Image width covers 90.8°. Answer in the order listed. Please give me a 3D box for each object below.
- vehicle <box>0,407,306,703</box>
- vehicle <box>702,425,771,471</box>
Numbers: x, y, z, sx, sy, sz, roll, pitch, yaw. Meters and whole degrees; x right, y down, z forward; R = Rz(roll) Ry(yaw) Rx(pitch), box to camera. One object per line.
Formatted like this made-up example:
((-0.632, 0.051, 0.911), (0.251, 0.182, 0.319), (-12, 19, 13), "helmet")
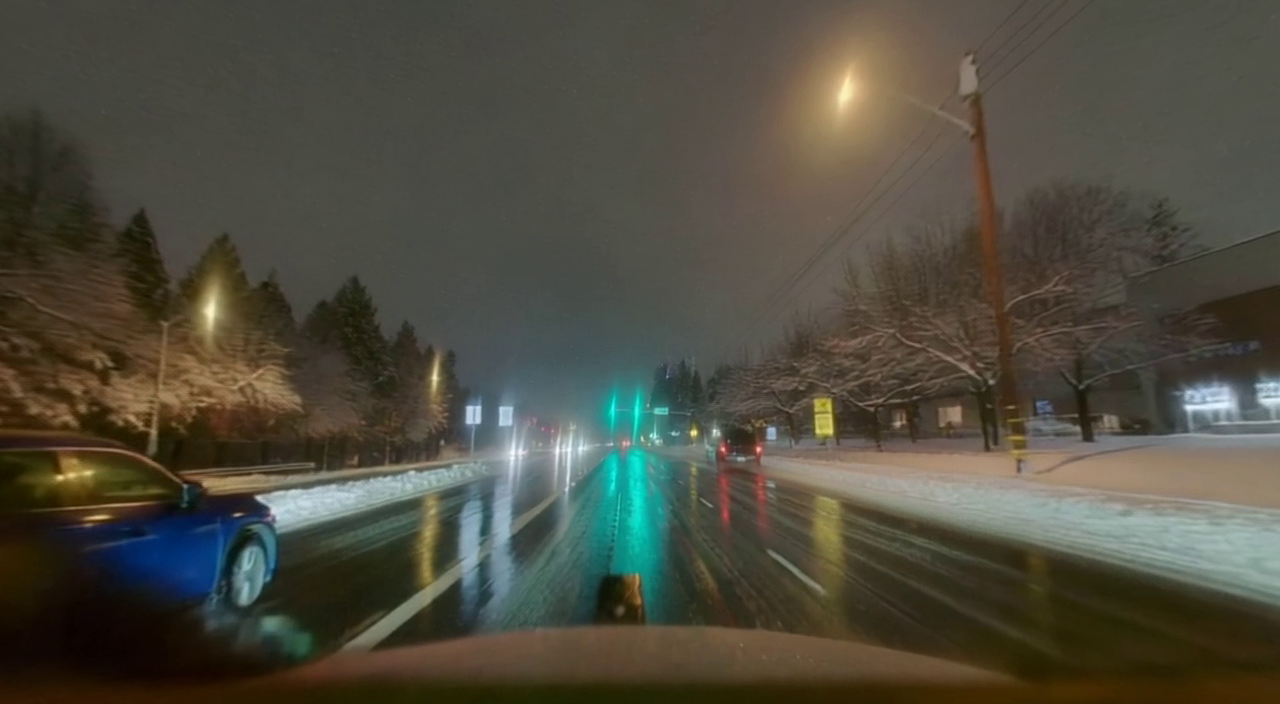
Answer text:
((-3.888, 1.047, 3.209), (2.017, 1.470, 4.293), (0, -8, 0), "vehicle")
((4.597, 4.715, 31.141), (2.476, 2.016, 5.586), (0, -8, 0), "vehicle")
